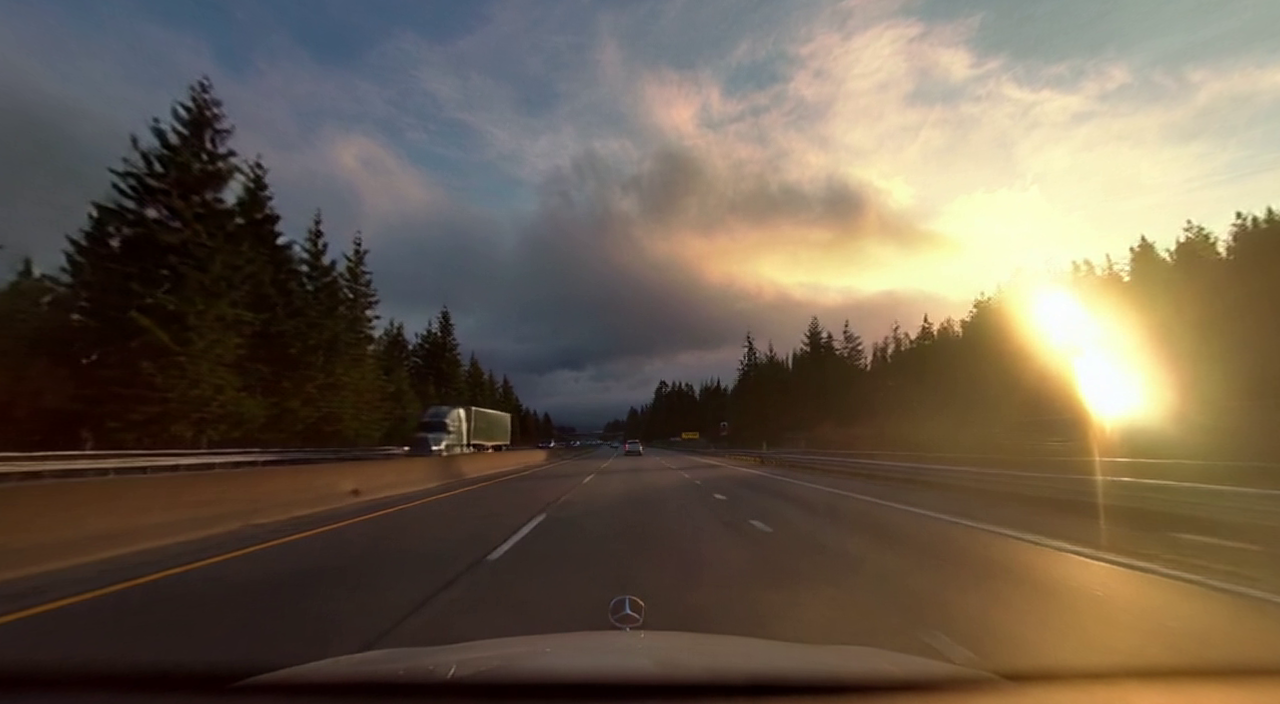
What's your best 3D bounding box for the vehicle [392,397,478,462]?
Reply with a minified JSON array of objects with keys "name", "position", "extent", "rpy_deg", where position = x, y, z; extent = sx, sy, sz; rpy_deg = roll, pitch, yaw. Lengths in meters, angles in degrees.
[{"name":"vehicle","position":[-13.651,5.384,42.982],"extent":[3.016,3.981,8.399],"rpy_deg":[0,-8,0]}]
